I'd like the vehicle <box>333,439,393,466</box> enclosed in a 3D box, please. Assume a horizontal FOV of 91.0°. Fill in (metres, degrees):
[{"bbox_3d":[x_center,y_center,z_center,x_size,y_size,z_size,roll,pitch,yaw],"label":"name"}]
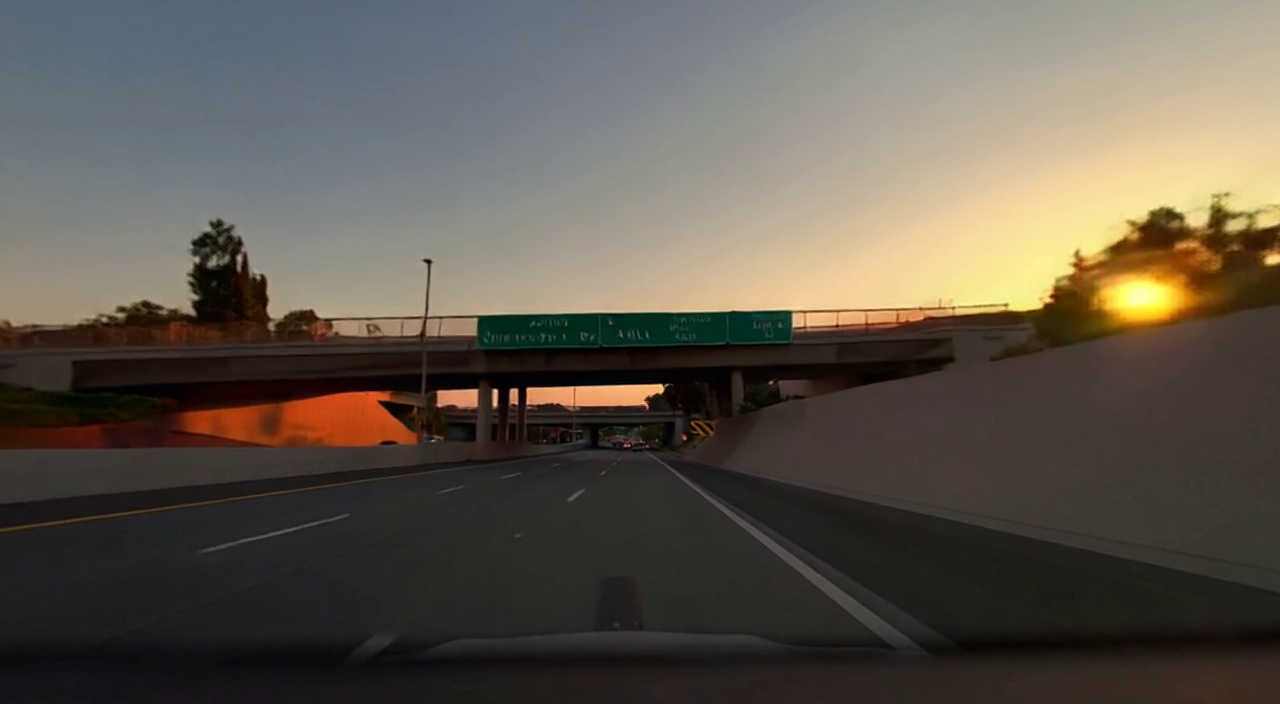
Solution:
[{"bbox_3d":[-16.489,5.972,37.663,1.733,1.434,4.293,-2,-8,-2],"label":"vehicle"}]
